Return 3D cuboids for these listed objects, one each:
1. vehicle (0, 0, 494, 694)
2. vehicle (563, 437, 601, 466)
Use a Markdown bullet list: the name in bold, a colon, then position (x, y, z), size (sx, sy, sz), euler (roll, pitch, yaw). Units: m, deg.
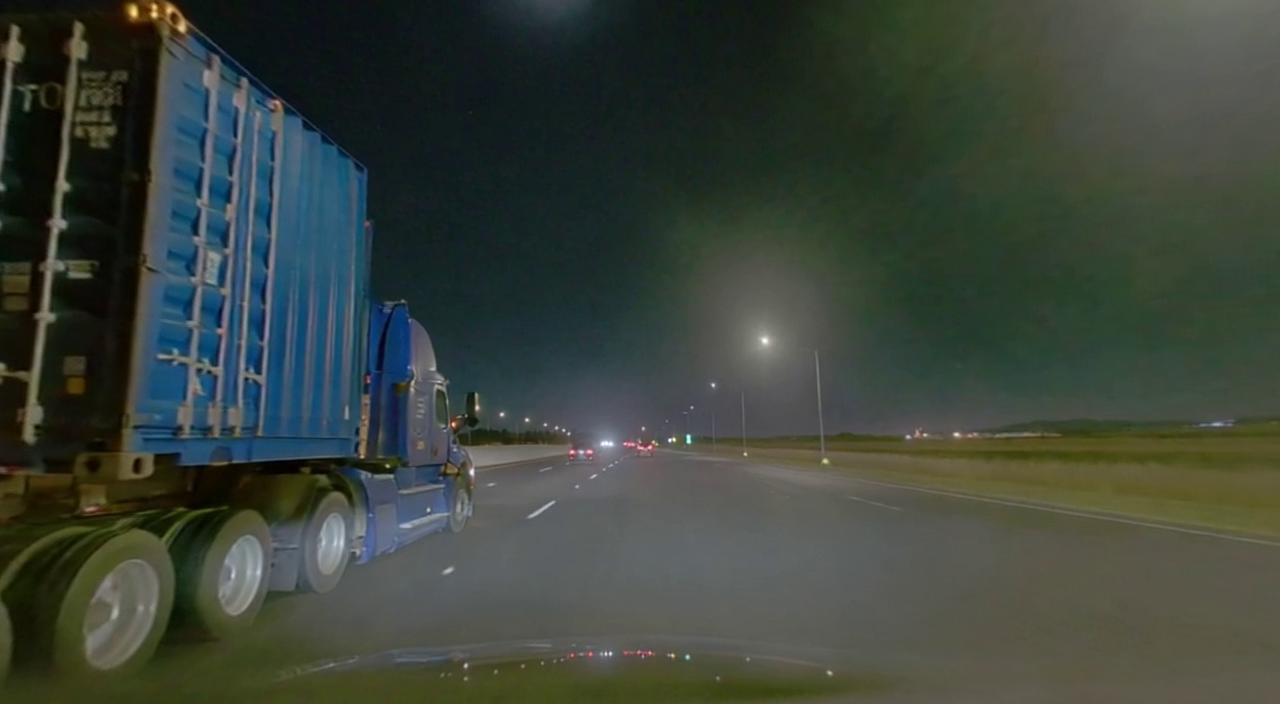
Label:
- **vehicle**: position (-4.064, 0.296, 7.087), size (2.987, 3.868, 7.576), euler (0, -8, 0)
- **vehicle**: position (-3.606, 6.290, 40.047), size (1.995, 1.745, 4.187), euler (0, -8, 1)
